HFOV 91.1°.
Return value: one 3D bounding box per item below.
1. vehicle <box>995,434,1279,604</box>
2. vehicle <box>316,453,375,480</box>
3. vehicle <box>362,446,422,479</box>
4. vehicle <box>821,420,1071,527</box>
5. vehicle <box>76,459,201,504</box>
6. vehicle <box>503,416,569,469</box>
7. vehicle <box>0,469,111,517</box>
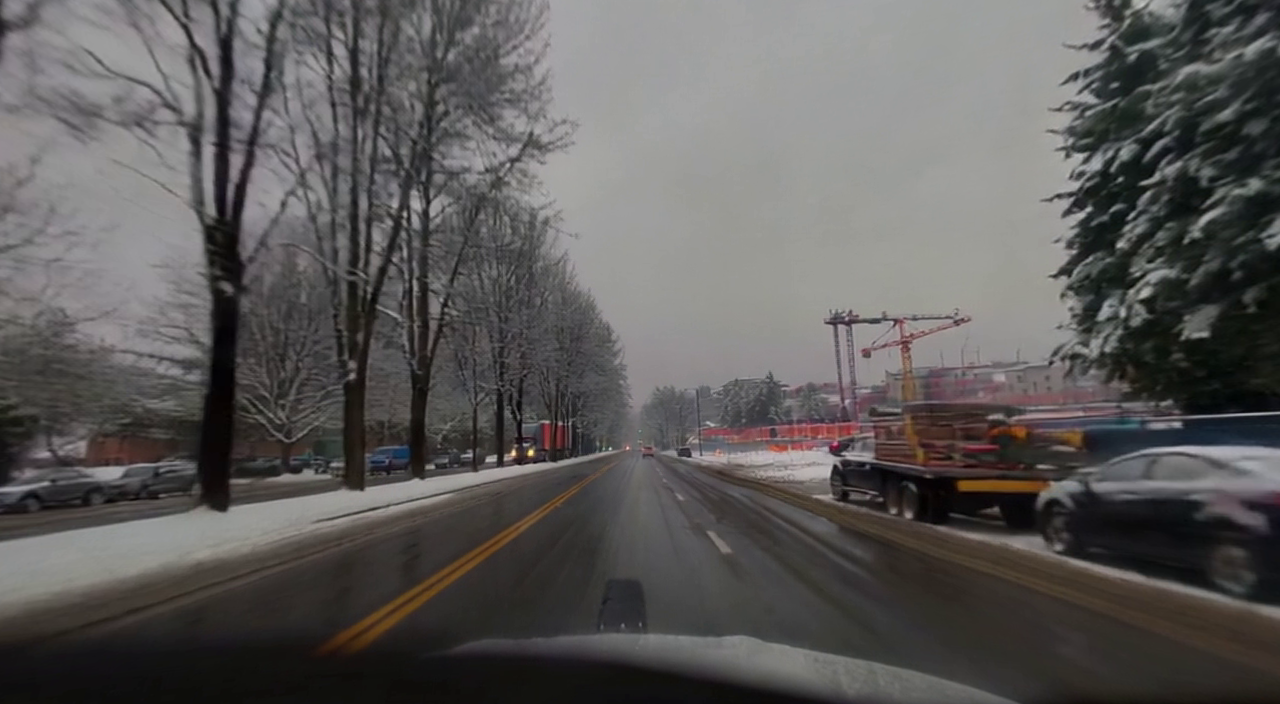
[{"bbox_3d":[6.467,1.734,7.372,1.860,1.467,4.576,0,-8,-1],"label":"vehicle"},{"bbox_3d":[-21.706,8.464,46.485,2.168,1.800,4.603,0,-8,-1],"label":"vehicle"},{"bbox_3d":[-18.376,8.129,46.777,2.154,1.987,5.836,-5,-7,-2],"label":"vehicle"},{"bbox_3d":[6.434,2.662,14.602,2.513,1.890,6.666,0,-8,0],"label":"vehicle"},{"bbox_3d":[-22.730,5.836,28.737,2.006,1.755,4.476,0,-8,0],"label":"vehicle"},{"bbox_3d":[-7.485,6.794,46.879,3.032,3.524,9.640,0,-8,2],"label":"vehicle"},{"bbox_3d":[-22.761,5.193,23.497,1.862,1.458,4.701,0,-8,-2],"label":"vehicle"}]
